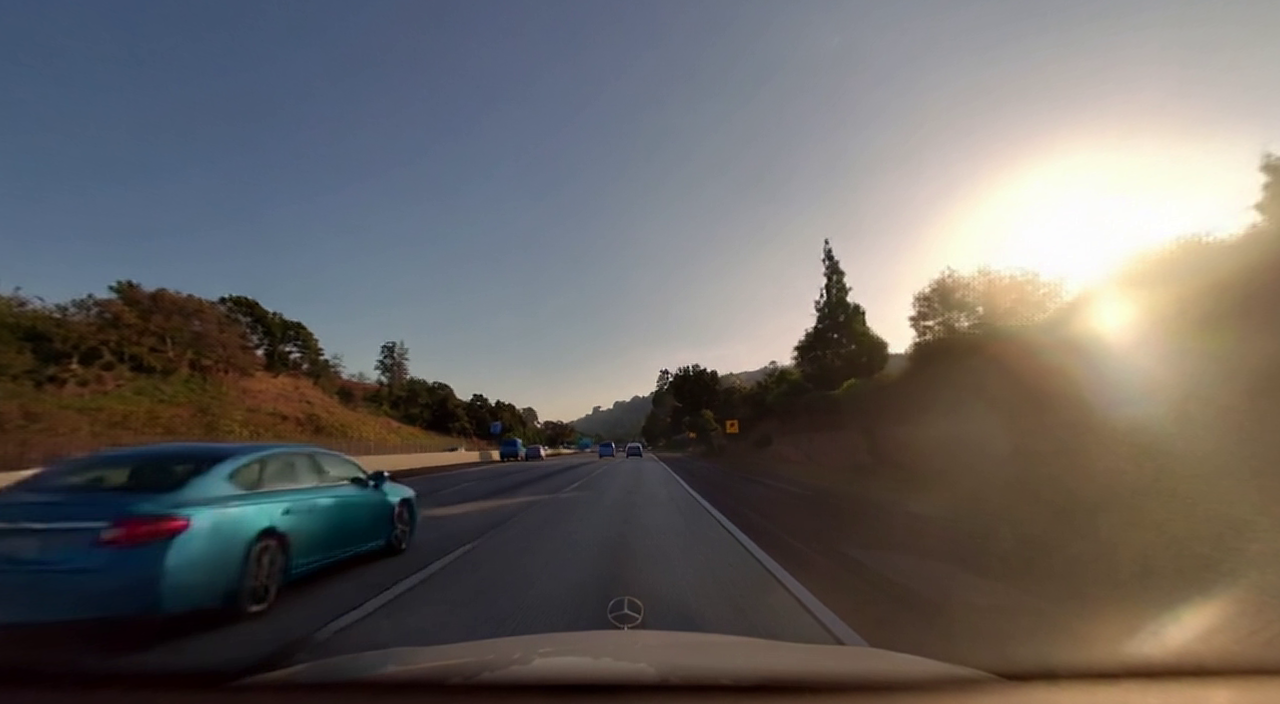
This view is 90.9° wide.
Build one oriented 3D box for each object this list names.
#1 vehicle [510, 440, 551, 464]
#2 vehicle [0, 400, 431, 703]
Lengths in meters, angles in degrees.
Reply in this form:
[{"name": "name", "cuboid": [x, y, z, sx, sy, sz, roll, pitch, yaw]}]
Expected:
[{"name": "vehicle", "cuboid": [-7.506, 6.876, 43.523, 2.014, 1.598, 4.015, 0, -8, 1]}, {"name": "vehicle", "cuboid": [-3.526, 1.292, 4.829, 2.081, 1.514, 4.943, 0, -8, 1]}]
